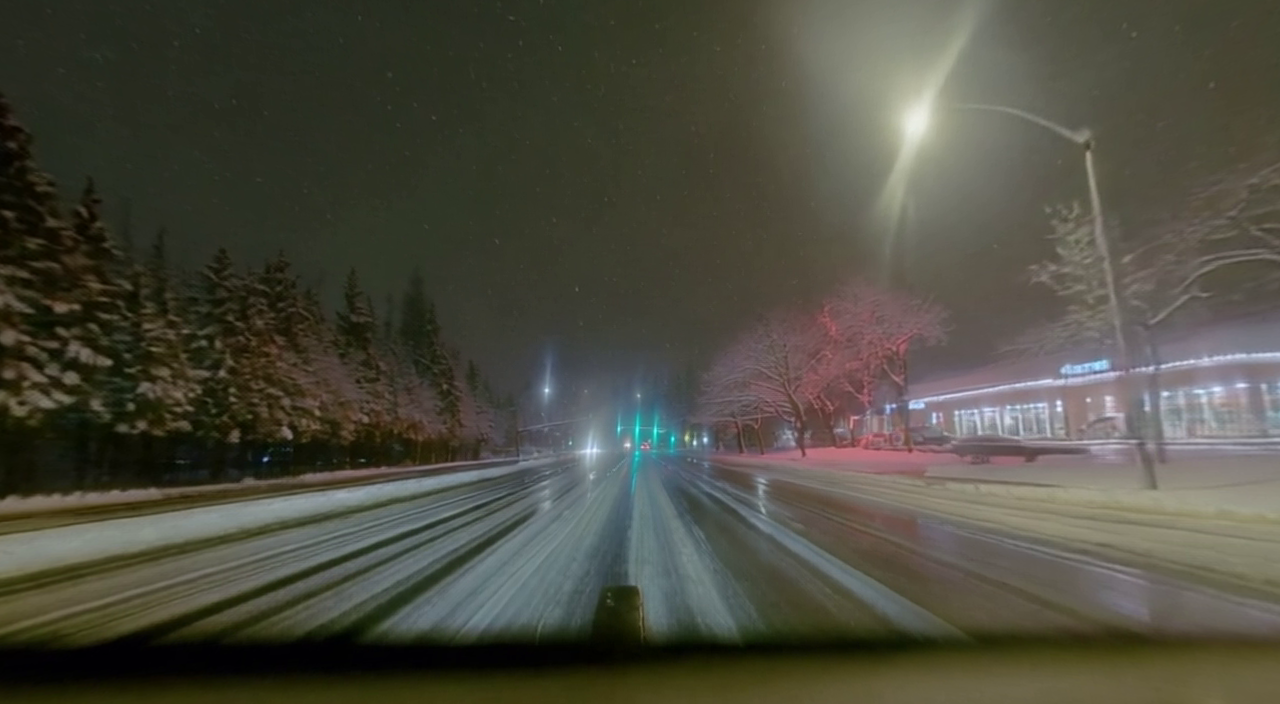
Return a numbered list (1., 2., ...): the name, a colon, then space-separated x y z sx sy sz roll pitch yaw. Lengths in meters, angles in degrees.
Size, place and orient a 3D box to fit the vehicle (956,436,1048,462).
1. vehicle: 22.250 5.952 38.913 4.373 1.532 2.071 0 -8 -1
